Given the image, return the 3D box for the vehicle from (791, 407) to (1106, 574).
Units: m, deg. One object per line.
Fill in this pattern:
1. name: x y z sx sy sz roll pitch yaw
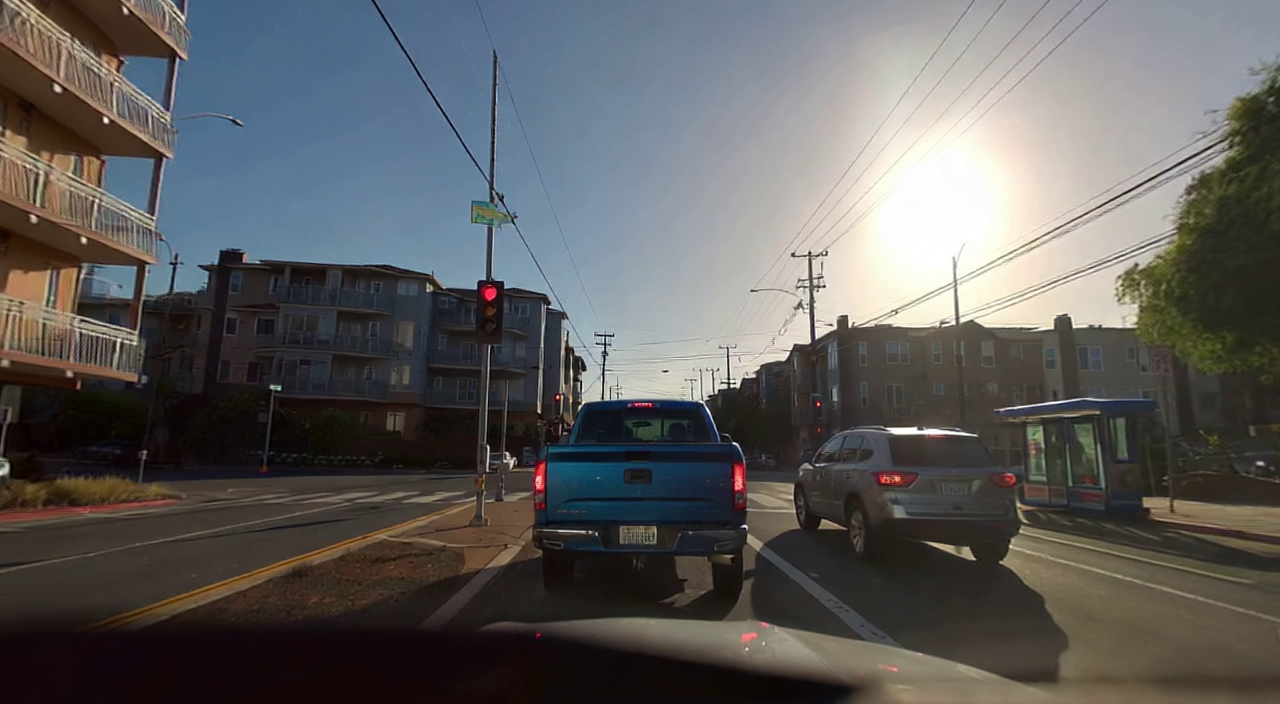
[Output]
1. vehicle: 3.860 1.827 9.146 2.131 1.759 4.762 0 -8 0

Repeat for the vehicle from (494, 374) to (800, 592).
1. vehicle: 0.096 1.548 8.301 2.738 1.959 5.070 0 -8 1

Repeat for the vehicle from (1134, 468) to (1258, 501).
1. vehicle: 26.379 6.288 30.002 4.071 1.388 1.884 0 -8 1

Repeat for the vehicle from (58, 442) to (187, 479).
1. vehicle: -24.851 5.193 30.374 4.563 1.692 1.778 0 -8 -1
